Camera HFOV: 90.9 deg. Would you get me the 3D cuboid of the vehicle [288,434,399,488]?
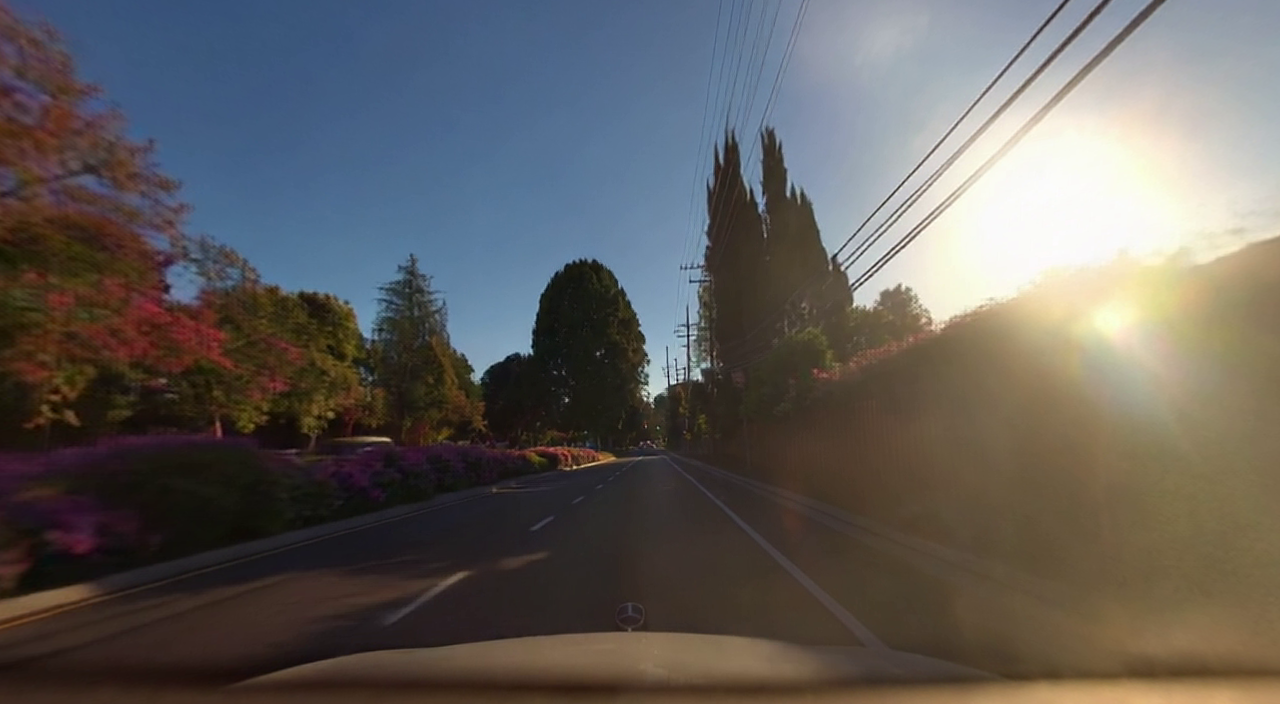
[{"bbox_3d":[-11.000,4.054,23.790,2.044,1.815,4.244,0,-8,1],"label":"vehicle"}]
